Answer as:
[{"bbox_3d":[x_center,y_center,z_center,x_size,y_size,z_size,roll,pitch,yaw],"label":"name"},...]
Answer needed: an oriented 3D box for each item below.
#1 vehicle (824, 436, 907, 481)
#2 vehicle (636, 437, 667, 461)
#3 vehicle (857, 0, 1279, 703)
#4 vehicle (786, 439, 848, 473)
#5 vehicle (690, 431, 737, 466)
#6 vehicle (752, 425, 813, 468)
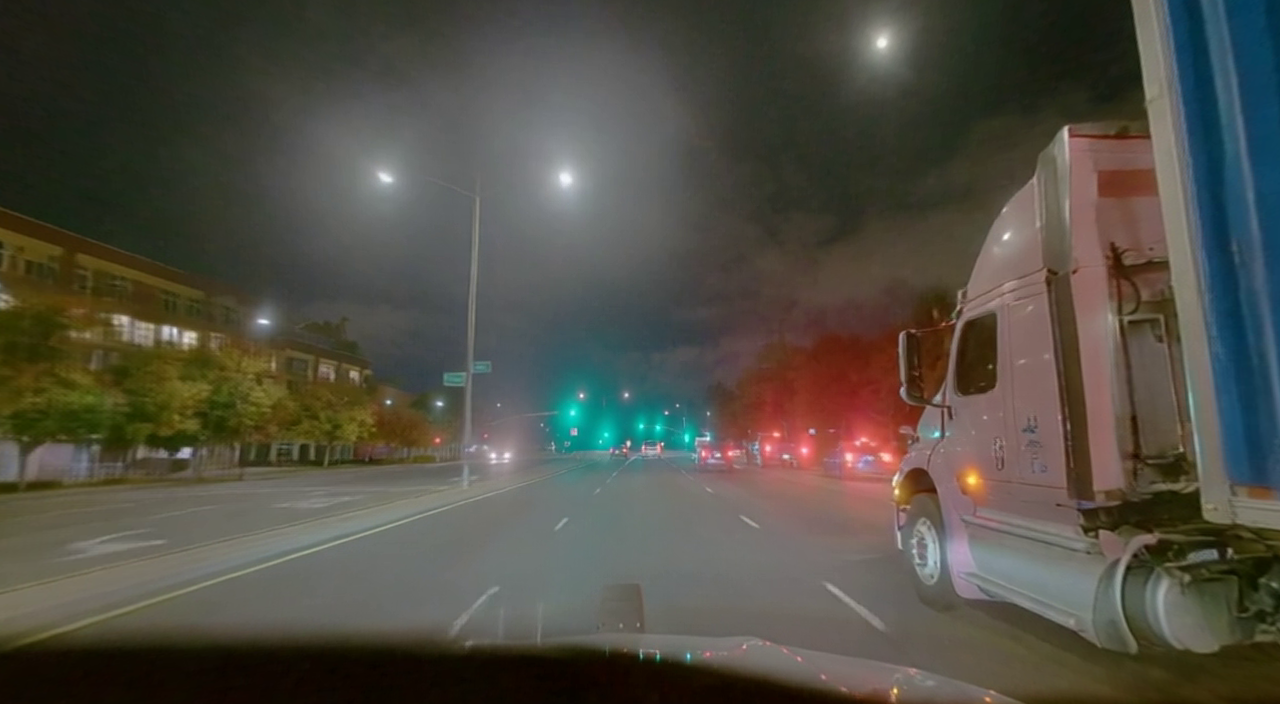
[{"bbox_3d":[8.415,3.971,23.850,1.715,1.529,3.815,-1,-8,0],"label":"vehicle"},{"bbox_3d":[0.938,7.443,48.450,2.276,1.704,3.925,-1,-8,2],"label":"vehicle"},{"bbox_3d":[3.670,-0.295,2.215,3.006,3.679,8.506,-1,-8,2],"label":"vehicle"},{"bbox_3d":[8.269,4.860,29.741,1.733,1.441,4.073,-1,-8,0],"label":"vehicle"},{"bbox_3d":[4.232,5.664,37.129,2.196,1.908,4.412,-1,-8,0],"label":"vehicle"},{"bbox_3d":[8.319,5.576,37.228,2.539,2.328,4.769,-1,-8,1],"label":"vehicle"}]
